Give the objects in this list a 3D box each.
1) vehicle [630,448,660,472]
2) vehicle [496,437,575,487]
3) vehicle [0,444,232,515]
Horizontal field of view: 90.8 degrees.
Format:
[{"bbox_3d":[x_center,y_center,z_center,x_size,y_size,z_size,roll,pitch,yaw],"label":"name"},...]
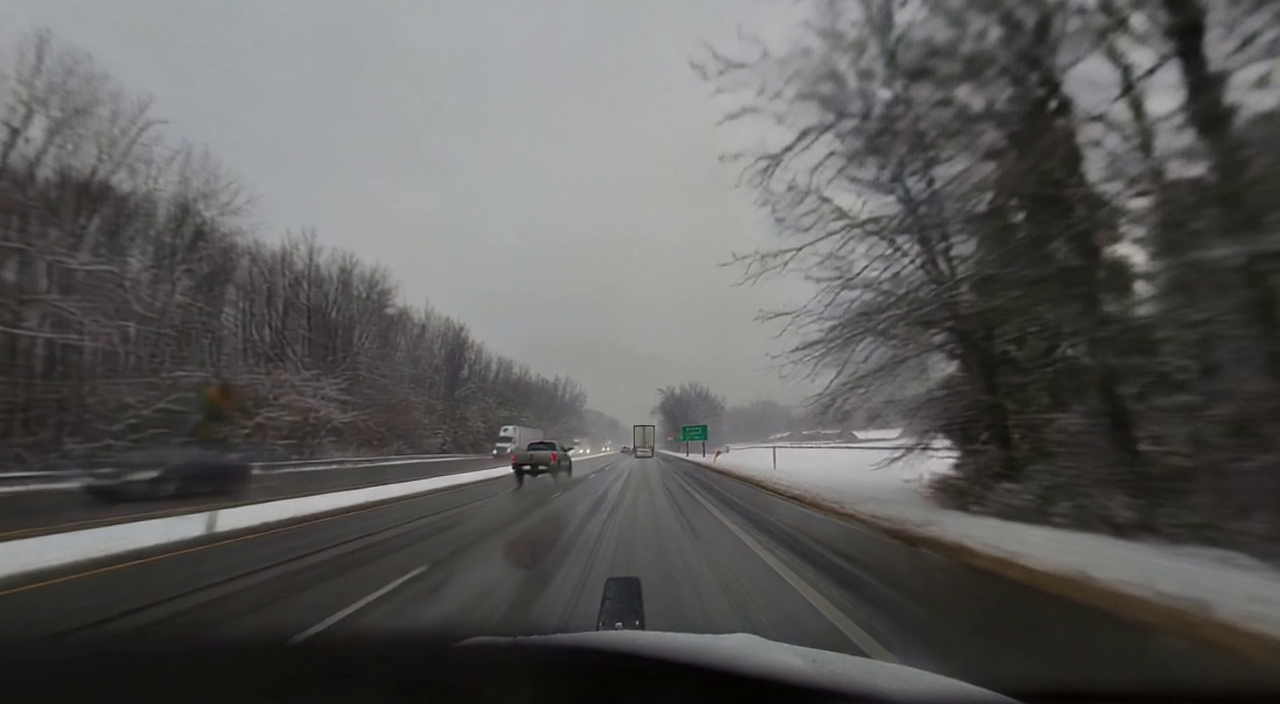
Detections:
[{"bbox_3d":[0.309,6.966,40.866,1.853,1.436,3.438,0,-9,0],"label":"vehicle"},{"bbox_3d":[-3.867,4.189,24.276,2.097,1.722,4.808,0,-9,1],"label":"vehicle"},{"bbox_3d":[-12.357,2.987,15.322,1.888,1.453,4.428,0,-9,1],"label":"vehicle"}]
